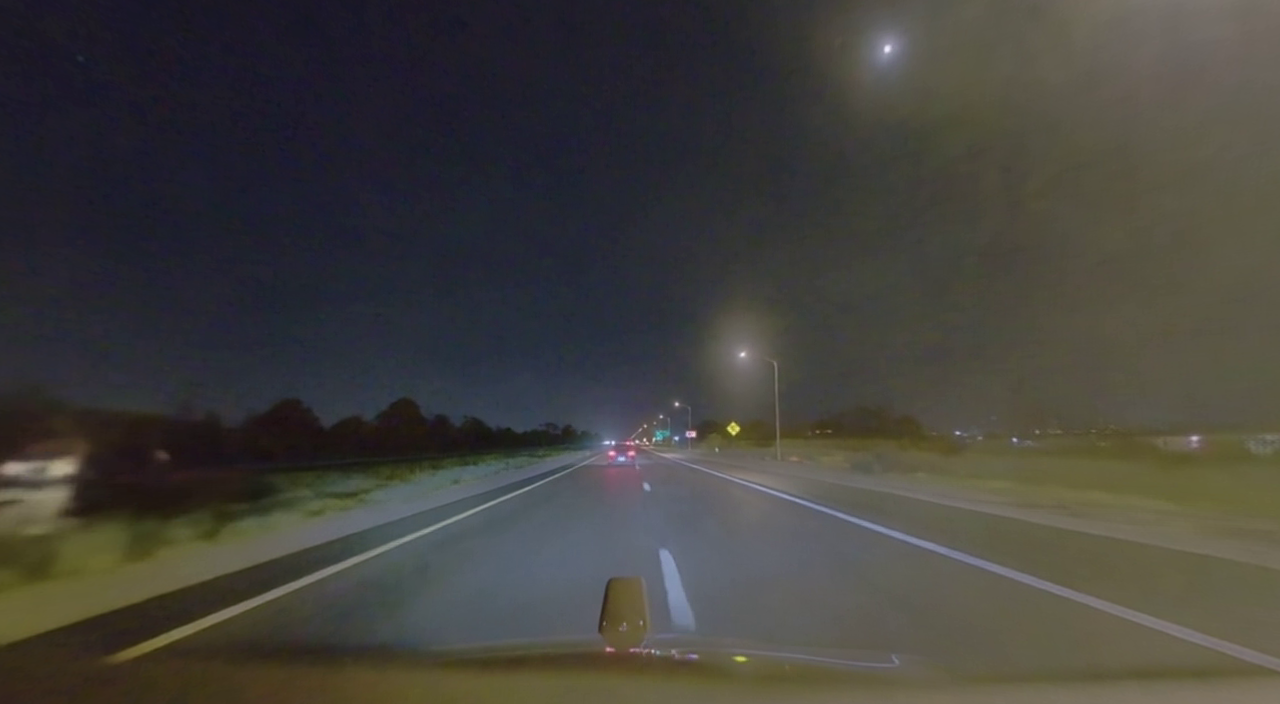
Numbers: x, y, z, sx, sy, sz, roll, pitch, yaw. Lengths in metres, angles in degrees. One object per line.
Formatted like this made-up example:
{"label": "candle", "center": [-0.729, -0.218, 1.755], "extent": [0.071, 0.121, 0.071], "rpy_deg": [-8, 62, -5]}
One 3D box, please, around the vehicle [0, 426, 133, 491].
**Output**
{"label": "vehicle", "center": [-20.604, 3.539, 21.130], "extent": [2.248, 1.954, 5.866], "rpy_deg": [0, -8, 1]}

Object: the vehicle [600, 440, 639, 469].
{"label": "vehicle", "center": [-1.097, 5.591, 34.518], "extent": [1.991, 1.475, 4.302], "rpy_deg": [0, -8, -2]}
